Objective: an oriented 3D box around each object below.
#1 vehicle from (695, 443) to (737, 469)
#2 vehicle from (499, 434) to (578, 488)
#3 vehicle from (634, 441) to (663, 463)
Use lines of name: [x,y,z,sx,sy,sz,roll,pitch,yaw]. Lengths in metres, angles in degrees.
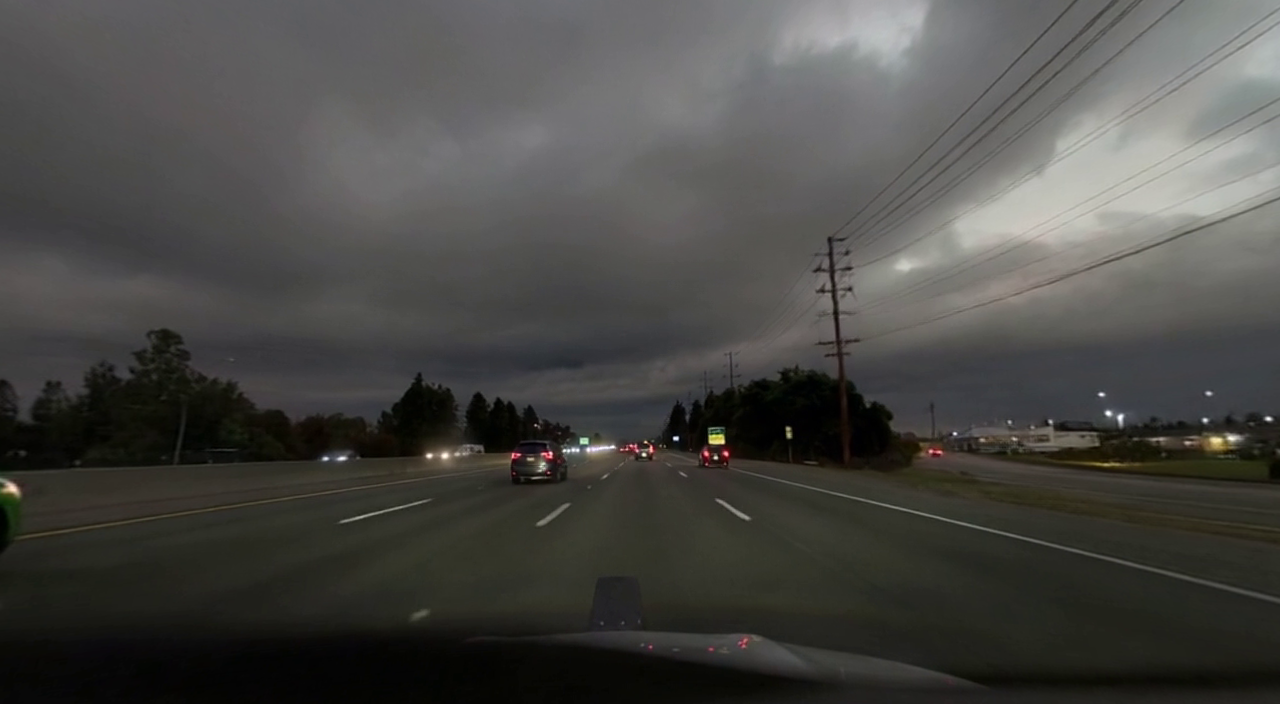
vehicle: [4.465,6.171,37.647,1.964,1.479,4.252,0,-8,-1]
vehicle: [-3.401,3.738,21.936,1.961,1.704,4.052,0,-8,1]
vehicle: [0.652,7.896,49.798,2.156,1.647,3.987,0,-8,0]
